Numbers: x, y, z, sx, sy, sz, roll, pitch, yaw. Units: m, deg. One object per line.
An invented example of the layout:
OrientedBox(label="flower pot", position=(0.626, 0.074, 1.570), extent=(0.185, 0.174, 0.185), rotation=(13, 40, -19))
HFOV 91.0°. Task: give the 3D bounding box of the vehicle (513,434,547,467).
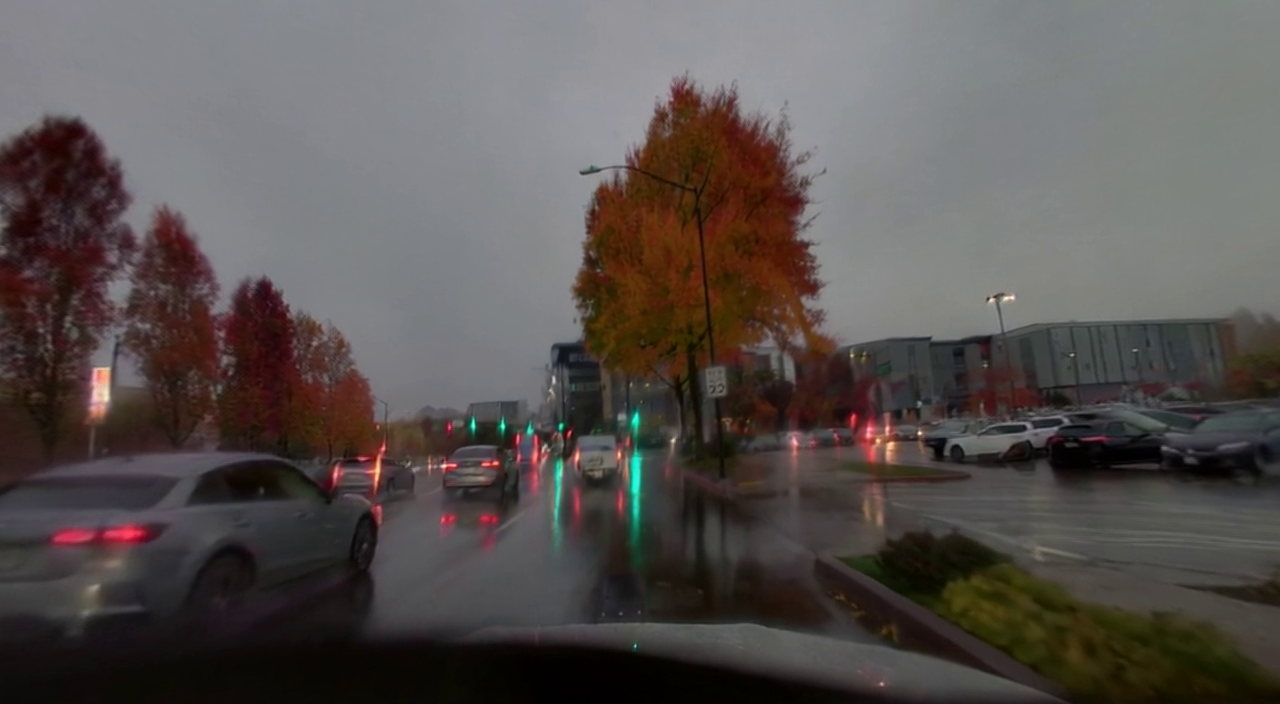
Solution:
OrientedBox(label="vehicle", position=(-7.249, 6.506, 41.566), extent=(2.082, 2.018, 4.308), rotation=(2, -9, -9))

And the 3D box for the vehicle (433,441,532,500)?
OrientedBox(label="vehicle", position=(-4.630, 3.529, 19.232), extent=(1.974, 1.549, 4.603), rotation=(1, -9, -2))

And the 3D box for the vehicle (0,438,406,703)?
OrientedBox(label="vehicle", position=(-4.265, 1.609, 5.974), extent=(2.090, 1.506, 5.326), rotation=(1, -9, -1))

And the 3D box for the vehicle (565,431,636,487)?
OrientedBox(label="vehicle", position=(-1.379, 3.586, 21.336), extent=(2.144, 1.704, 4.028), rotation=(1, -9, -5))
